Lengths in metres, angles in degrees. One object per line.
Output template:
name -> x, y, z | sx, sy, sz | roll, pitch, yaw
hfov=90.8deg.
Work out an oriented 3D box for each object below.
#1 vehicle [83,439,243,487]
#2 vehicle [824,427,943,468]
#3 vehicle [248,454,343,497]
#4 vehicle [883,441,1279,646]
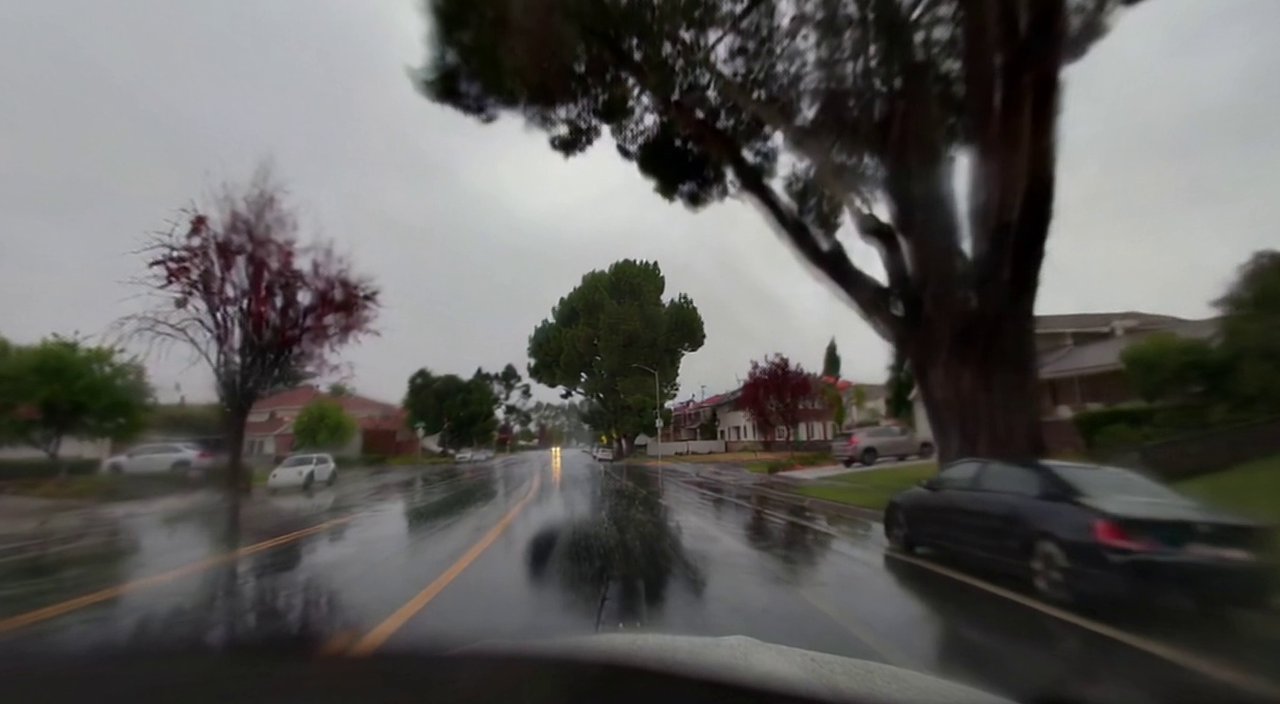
vehicle -> -21.938, 5.137, 29.278 | 5.560, 1.892, 2.099 | -1, -9, -4
vehicle -> 10.198, 4.006, 26.542 | 4.216, 1.634, 1.999 | 2, -9, -17
vehicle -> -13.753, 4.927, 25.536 | 1.870, 1.451, 4.140 | 0, -8, -6
vehicle -> 4.517, 1.697, 6.684 | 2.029, 1.449, 4.028 | 1, -9, -5
